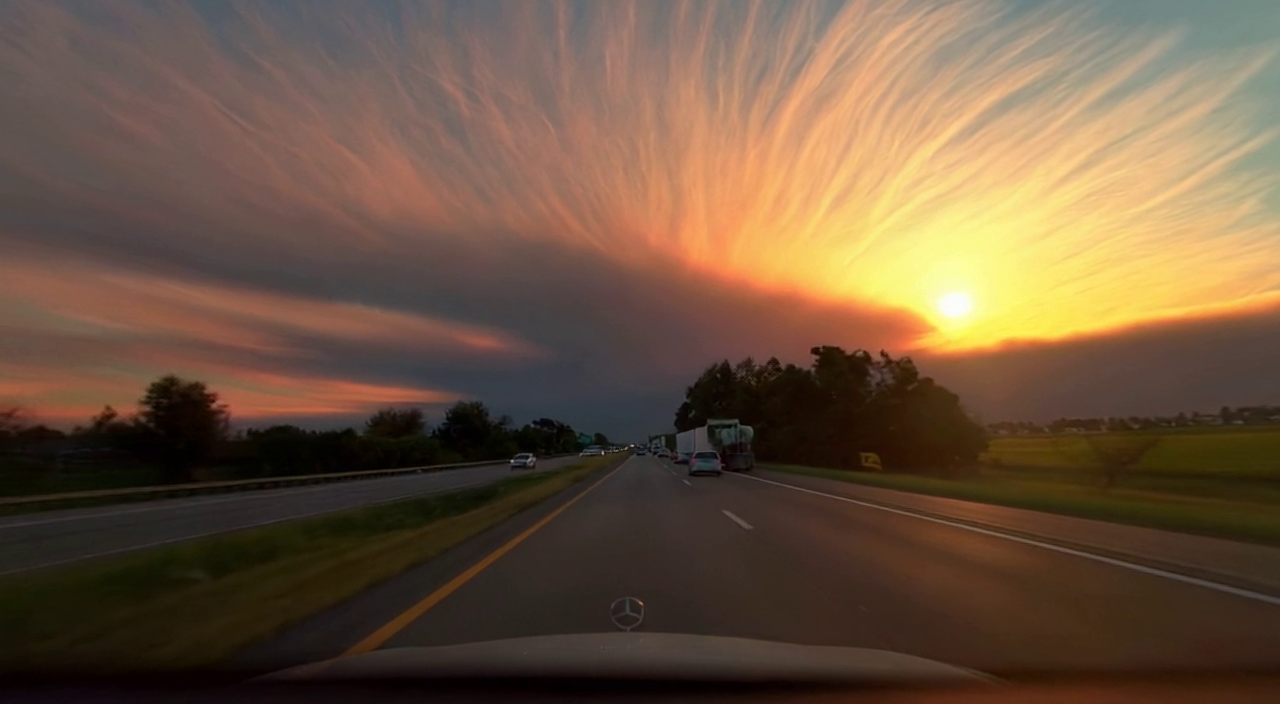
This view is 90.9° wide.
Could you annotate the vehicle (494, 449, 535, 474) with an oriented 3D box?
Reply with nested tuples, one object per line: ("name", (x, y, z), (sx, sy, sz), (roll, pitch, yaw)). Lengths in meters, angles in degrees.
("vehicle", (-8.636, 7.566, 43.839), (1.954, 1.611, 4.433), (0, -9, 0))

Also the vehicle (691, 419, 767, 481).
("vehicle", (3.931, 4.523, 29.041), (2.472, 2.562, 5.594), (0, -9, -2))
